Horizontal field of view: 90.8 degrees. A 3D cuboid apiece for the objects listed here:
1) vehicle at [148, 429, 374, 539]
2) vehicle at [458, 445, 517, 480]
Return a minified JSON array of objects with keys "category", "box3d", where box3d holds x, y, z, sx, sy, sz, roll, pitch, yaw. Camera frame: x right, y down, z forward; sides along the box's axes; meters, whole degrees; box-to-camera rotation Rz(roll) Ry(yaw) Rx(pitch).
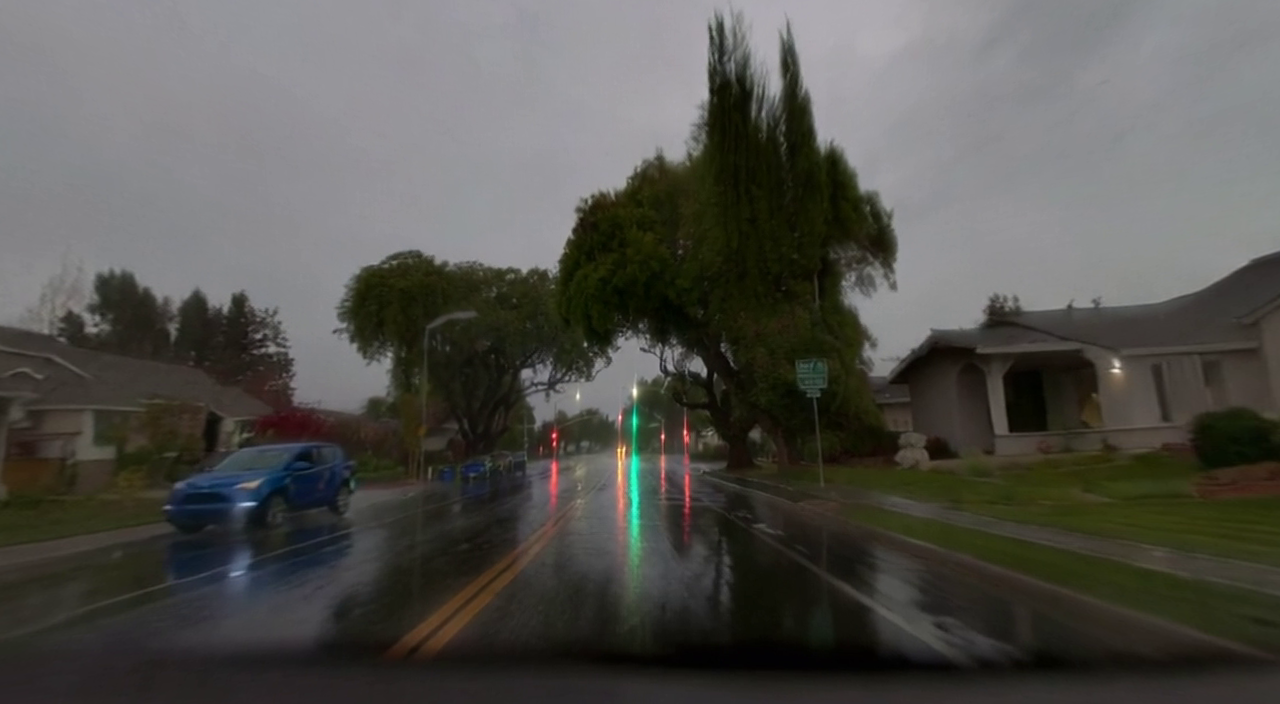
[{"category":"vehicle","box3d":[-7.634,2.668,13.421,2.209,1.807,4.432,-2,-9,-3]},{"category":"vehicle","box3d":[-8.315,6.026,34.829,2.130,1.692,4.544,-3,-8,-1]}]
